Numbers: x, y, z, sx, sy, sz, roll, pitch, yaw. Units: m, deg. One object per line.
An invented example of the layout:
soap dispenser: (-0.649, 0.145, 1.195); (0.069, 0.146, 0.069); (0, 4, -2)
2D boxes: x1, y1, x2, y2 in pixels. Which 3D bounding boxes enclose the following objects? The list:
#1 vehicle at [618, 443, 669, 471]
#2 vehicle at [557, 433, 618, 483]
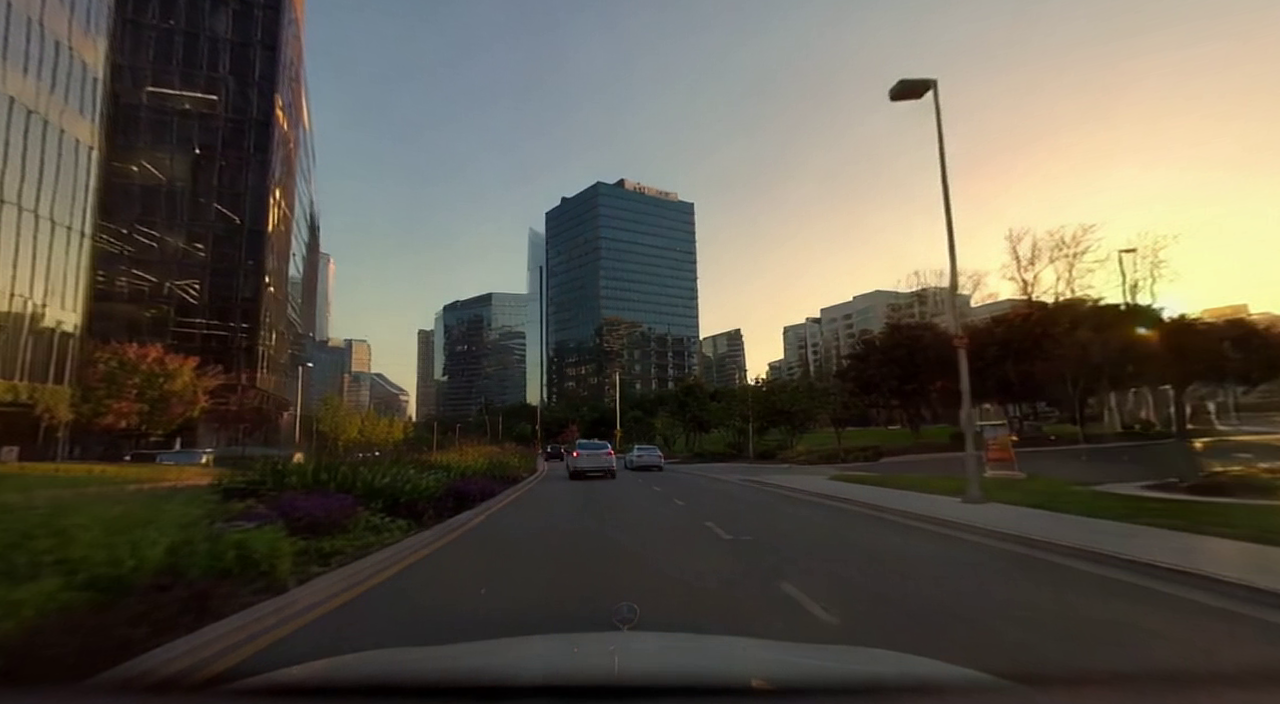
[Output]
vehicle: (0.144, 6.037, 36.309); (2.116, 1.506, 4.355); (2, -9, -11)
vehicle: (-2.086, 4.152, 24.870); (2.173, 1.761, 4.374); (1, -9, -5)
